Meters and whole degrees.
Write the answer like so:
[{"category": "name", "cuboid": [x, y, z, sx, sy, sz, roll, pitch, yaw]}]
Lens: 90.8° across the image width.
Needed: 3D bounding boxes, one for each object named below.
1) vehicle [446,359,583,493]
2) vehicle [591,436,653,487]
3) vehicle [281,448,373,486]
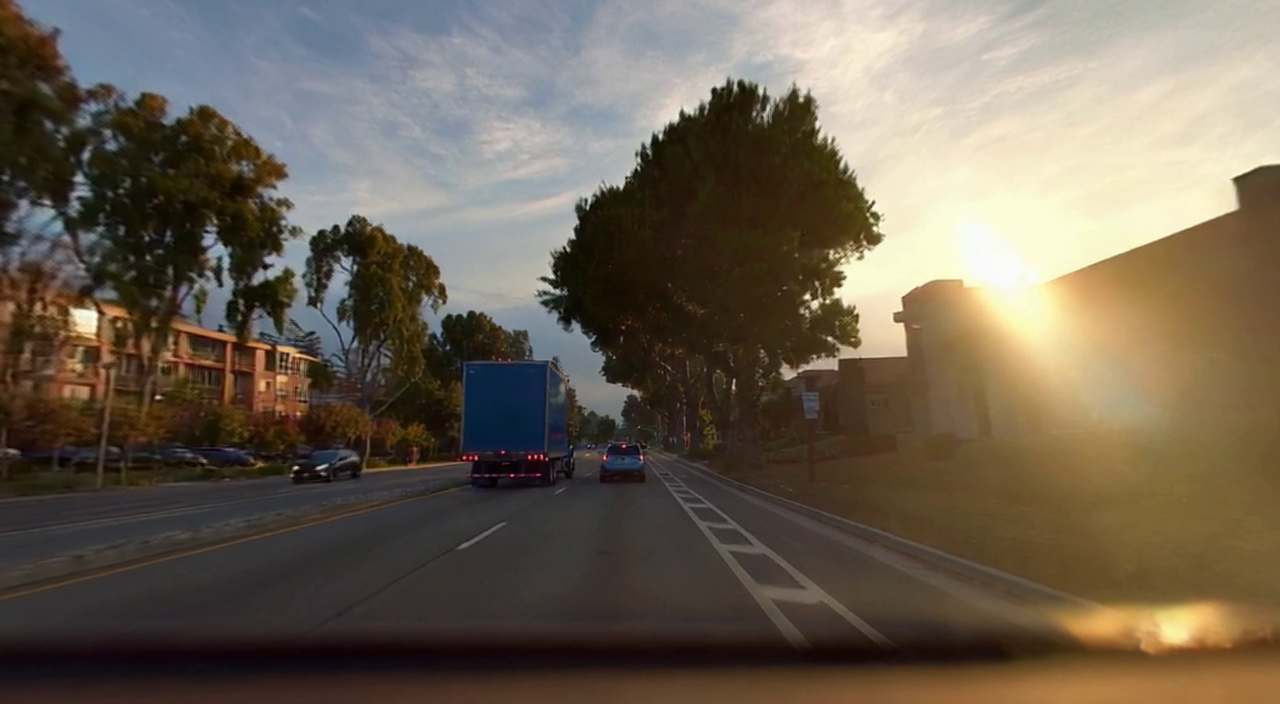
[{"category": "vehicle", "cuboid": [-4.109, 2.917, 23.630, 2.996, 3.902, 10.410, 0, -9, 0]}, {"category": "vehicle", "cuboid": [-0.621, 3.993, 23.340, 2.094, 1.682, 3.866, 0, -9, 0]}, {"category": "vehicle", "cuboid": [-14.372, 5.302, 29.349, 1.993, 1.568, 4.645, 0, -9, -2]}]
